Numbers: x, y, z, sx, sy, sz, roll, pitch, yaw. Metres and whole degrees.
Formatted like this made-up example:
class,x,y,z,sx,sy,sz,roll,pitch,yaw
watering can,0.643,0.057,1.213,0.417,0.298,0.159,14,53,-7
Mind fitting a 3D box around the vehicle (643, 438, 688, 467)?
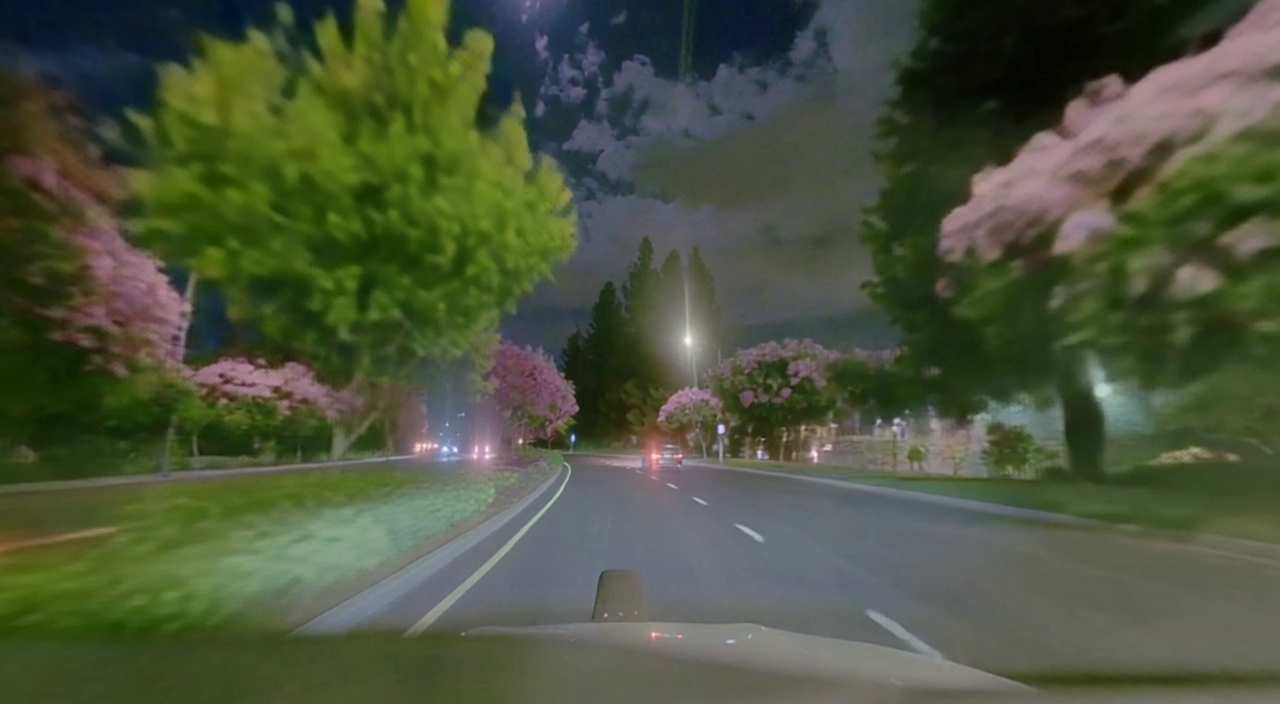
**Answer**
class,x,y,z,sx,sy,sz,roll,pitch,yaw
vehicle,1.614,6.726,42.013,2.166,1.828,4.607,1,-9,-8
